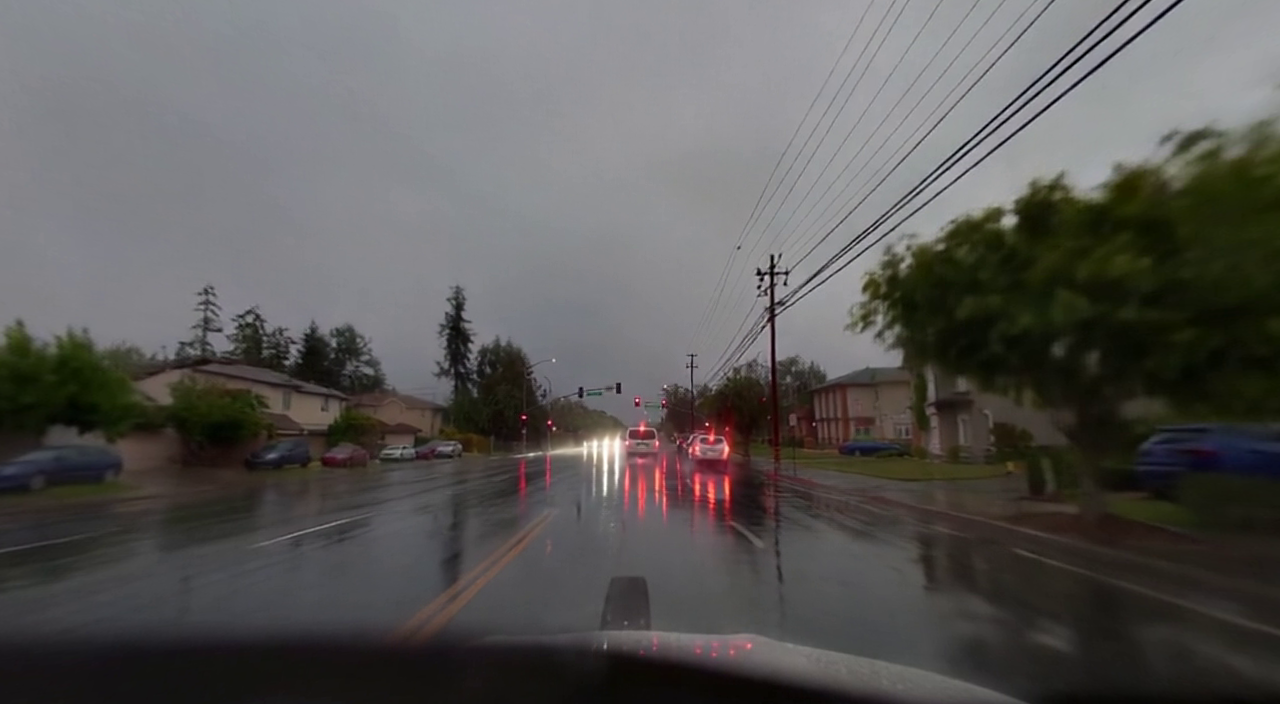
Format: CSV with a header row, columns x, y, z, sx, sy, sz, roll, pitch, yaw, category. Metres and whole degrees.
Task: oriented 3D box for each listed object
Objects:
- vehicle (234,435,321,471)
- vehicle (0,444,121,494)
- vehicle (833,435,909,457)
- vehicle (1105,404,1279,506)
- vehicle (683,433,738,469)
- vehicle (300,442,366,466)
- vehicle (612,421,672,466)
x,y,z,sx,sy,sz,roll,pitch,yaw,category
-20.126,5.605,35.237,2.046,1.874,4.448,0,-8,2,vehicle
-20.489,3.880,21.311,1.865,1.506,4.706,0,-8,0,vehicle
16.483,6.744,45.192,4.671,1.495,1.900,0,-8,3,vehicle
12.557,2.093,12.917,4.412,1.878,2.048,1,-8,-1,vehicle
3.148,4.541,28.944,2.002,1.511,4.124,0,-8,0,vehicle
-19.875,6.596,41.019,1.866,1.471,4.770,0,-8,1,vehicle
0.110,4.643,32.037,2.769,2.087,5.130,0,-8,0,vehicle
